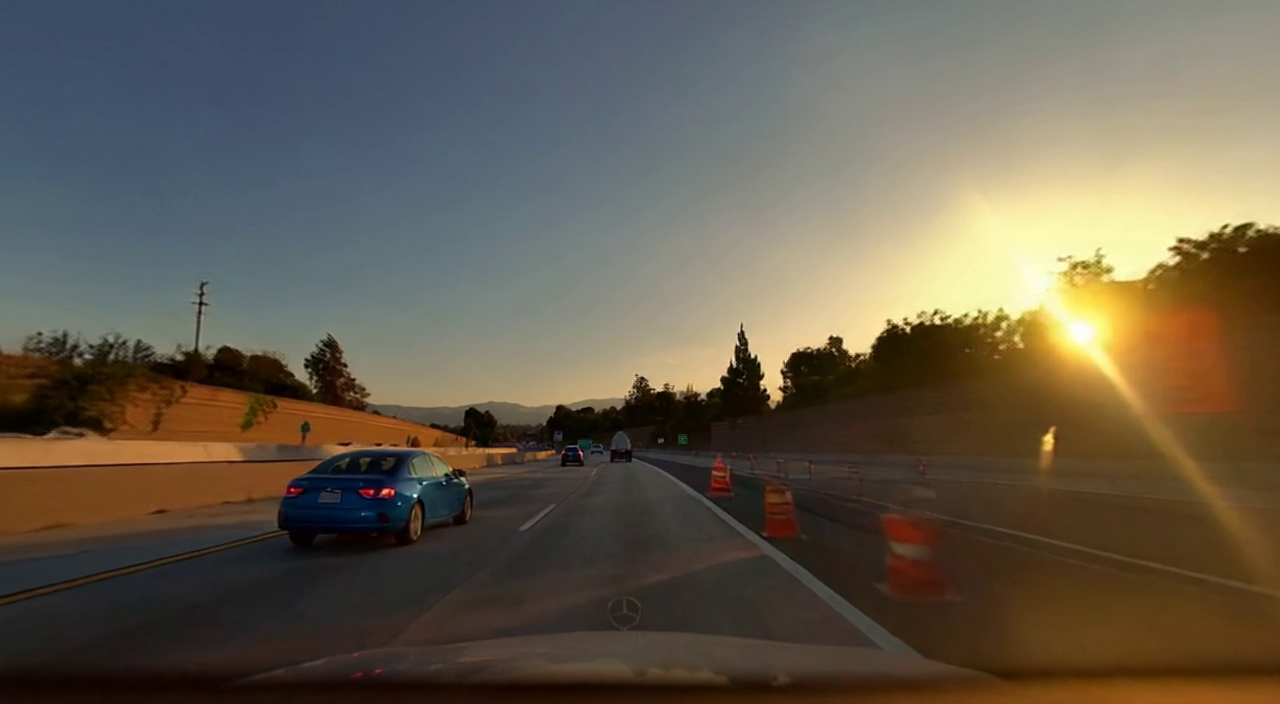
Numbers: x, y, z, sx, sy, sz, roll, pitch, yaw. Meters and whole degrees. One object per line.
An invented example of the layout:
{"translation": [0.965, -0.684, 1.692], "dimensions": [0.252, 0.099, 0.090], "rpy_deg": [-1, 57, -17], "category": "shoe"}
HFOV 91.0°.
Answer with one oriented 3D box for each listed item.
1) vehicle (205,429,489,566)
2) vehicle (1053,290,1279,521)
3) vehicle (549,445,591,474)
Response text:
{"translation": [-3.856, 2.002, 9.468], "dimensions": [2.012, 1.510, 4.672], "rpy_deg": [0, -9, 0], "category": "vehicle"}
{"translation": [10.666, 1.140, 12.846], "dimensions": [2.203, 4.166, 2.914], "rpy_deg": [0, -9, 0], "category": "vehicle"}
{"translation": [-3.739, 5.846, 34.429], "dimensions": [1.965, 1.459, 4.145], "rpy_deg": [1, -9, -2], "category": "vehicle"}
